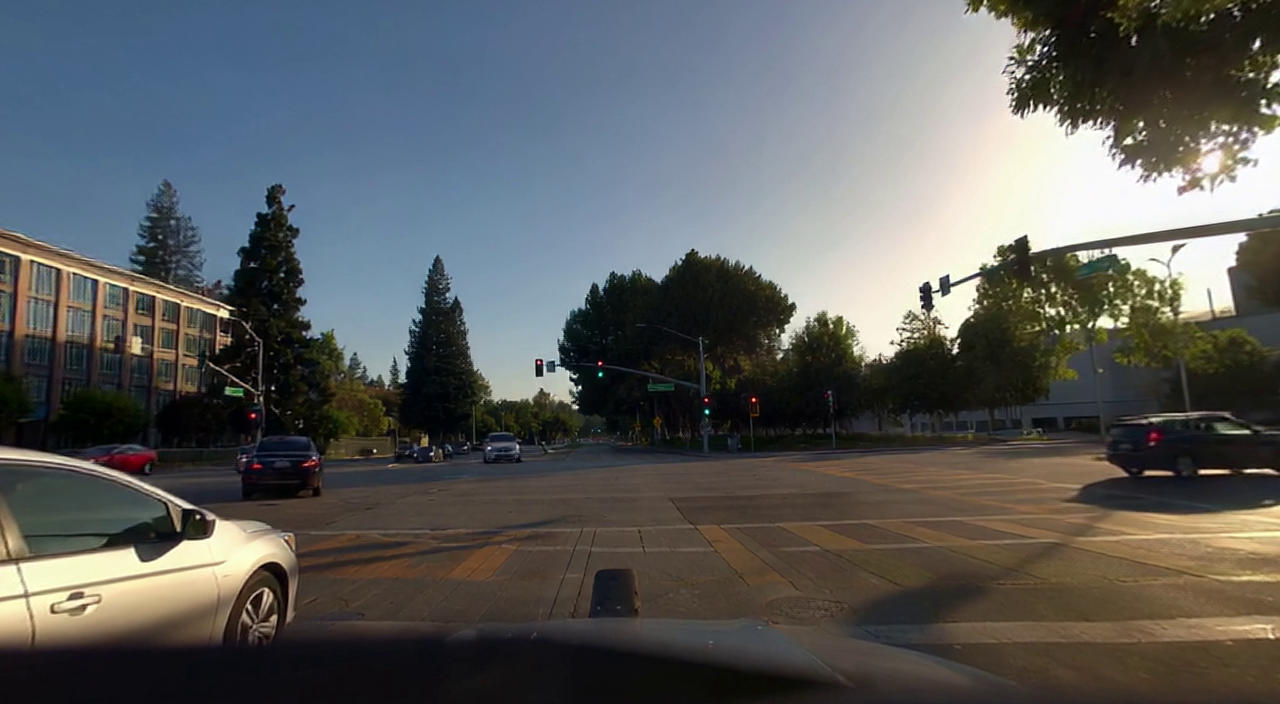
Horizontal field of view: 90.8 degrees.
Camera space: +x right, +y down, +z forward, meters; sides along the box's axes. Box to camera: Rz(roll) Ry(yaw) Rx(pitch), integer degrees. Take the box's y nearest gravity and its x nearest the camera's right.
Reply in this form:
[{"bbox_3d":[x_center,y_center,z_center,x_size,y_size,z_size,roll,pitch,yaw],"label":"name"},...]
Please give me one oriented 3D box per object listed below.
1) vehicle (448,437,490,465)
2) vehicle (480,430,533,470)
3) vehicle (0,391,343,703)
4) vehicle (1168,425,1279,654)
[{"bbox_3d":[-12.805,7.418,47.528,2.051,1.715,4.346,-3,-6,-1],"label":"vehicle"},{"bbox_3d":[-6.904,4.974,32.315,2.109,1.871,4.778,2,-9,-17],"label":"vehicle"},{"bbox_3d":[-3.073,0.892,2.159,1.919,1.478,4.720,0,-8,-1],"label":"vehicle"},{"bbox_3d":[4.942,0.984,2.570,1.949,1.449,4.530,-1,-8,5],"label":"vehicle"}]
